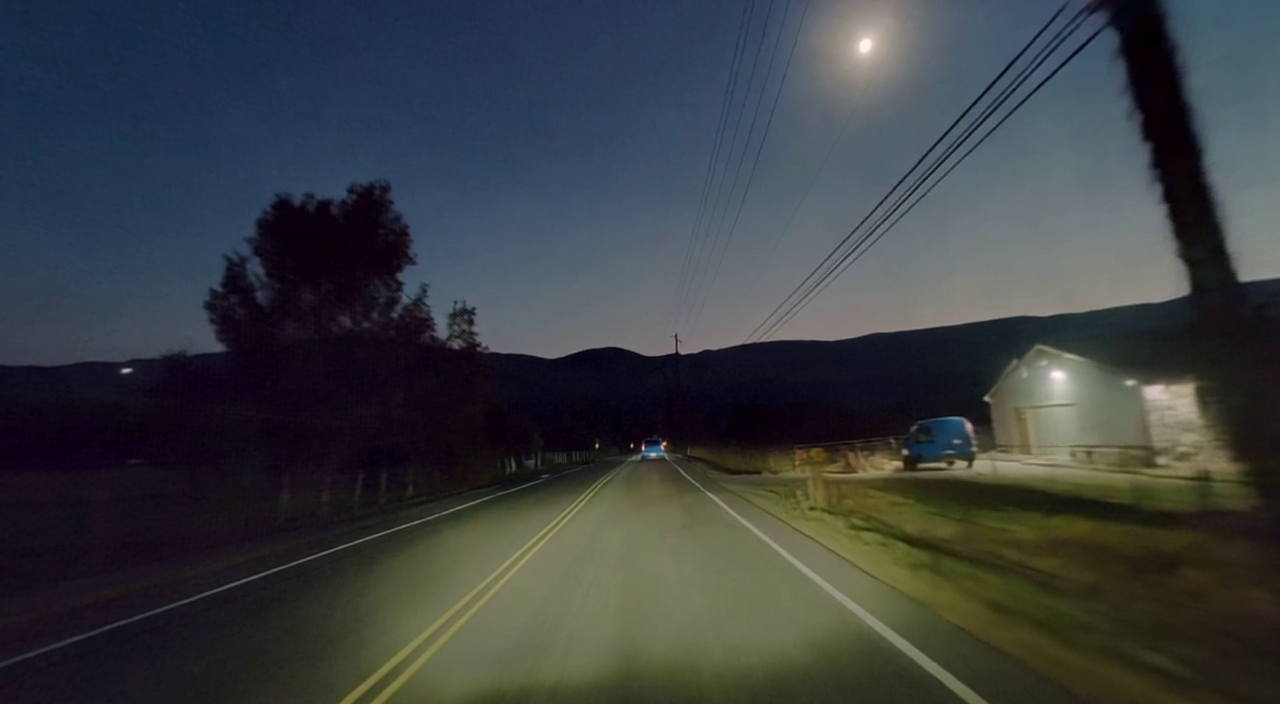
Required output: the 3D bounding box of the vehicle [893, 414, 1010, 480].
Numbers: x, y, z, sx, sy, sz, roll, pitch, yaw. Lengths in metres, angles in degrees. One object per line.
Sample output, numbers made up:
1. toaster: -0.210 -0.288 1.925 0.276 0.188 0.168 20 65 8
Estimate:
1. vehicle: 10.765 3.312 22.143 2.077 1.919 4.690 -5 -8 7
